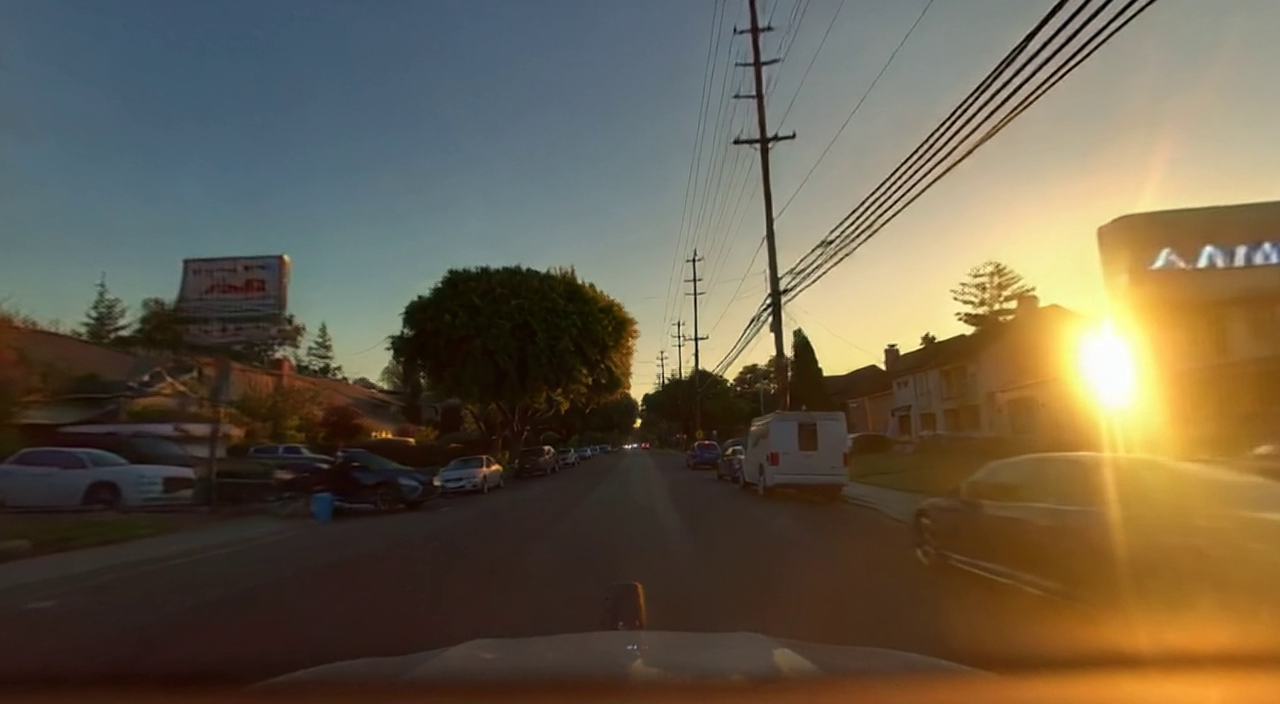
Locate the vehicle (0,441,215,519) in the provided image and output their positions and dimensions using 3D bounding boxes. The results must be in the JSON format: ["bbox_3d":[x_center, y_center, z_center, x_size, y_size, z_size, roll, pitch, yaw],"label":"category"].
[{"bbox_3d":[-13.270,3.041,15.184,4.528,1.713,1.947,0,-9,-1],"label":"vehicle"}]

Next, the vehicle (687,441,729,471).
[{"bbox_3d":[3.800,5.891,35.832,1.848,1.550,4.054,0,-9,-1],"label":"vehicle"}]

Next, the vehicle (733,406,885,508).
[{"bbox_3d":[4.023,2.671,16.244,2.396,2.164,5.381,0,-9,0],"label":"vehicle"}]

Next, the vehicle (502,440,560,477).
[{"bbox_3d":[-6.116,6.072,36.075,2.322,1.913,5.582,0,-9,0],"label":"vehicle"}]

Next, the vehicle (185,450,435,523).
[{"bbox_3d":[-7.739,3.176,15.212,4.935,1.454,1.900,-1,-8,-5],"label":"vehicle"}]

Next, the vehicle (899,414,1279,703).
[{"bbox_3d":[3.678,1.272,4.445,1.876,1.458,4.468,0,-9,1],"label":"vehicle"}]

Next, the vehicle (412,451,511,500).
[{"bbox_3d":[-6.122,4.270,22.247,2.048,1.438,4.728,-2,-9,1],"label":"vehicle"}]
